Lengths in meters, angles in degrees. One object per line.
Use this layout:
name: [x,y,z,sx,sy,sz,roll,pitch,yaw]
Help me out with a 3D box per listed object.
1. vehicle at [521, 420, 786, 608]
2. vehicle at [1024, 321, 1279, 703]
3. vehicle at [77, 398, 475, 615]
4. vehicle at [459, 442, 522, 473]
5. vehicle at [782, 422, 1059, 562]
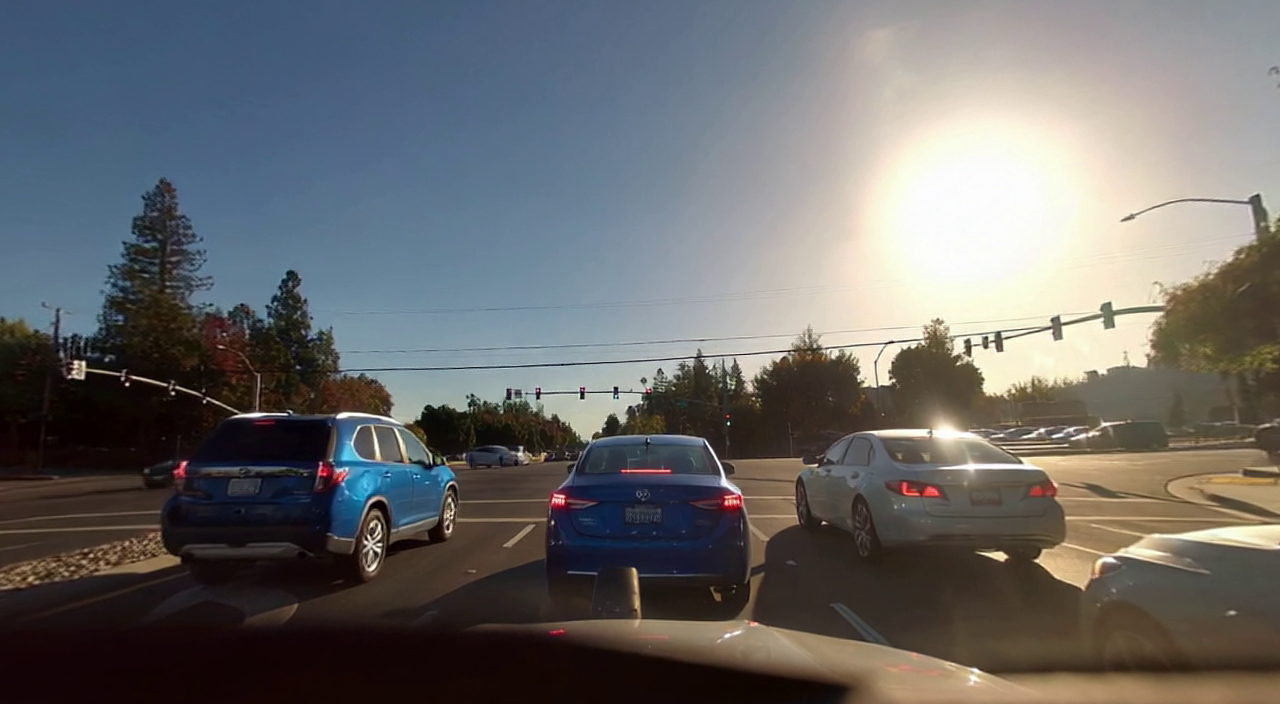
vehicle: [0.051,1.600,7.139,2.114,1.482,4.056,0,-9,-2]
vehicle: [3.227,0.621,1.252,2.178,1.691,4.314,0,-9,0]
vehicle: [-3.420,1.535,7.160,1.958,1.693,4.242,0,-9,0]
vehicle: [-9.276,6.430,38.868,2.447,1.755,5.141,5,-10,-28]
vehicle: [3.534,1.848,9.064,1.874,1.487,4.404,0,-9,-1]
